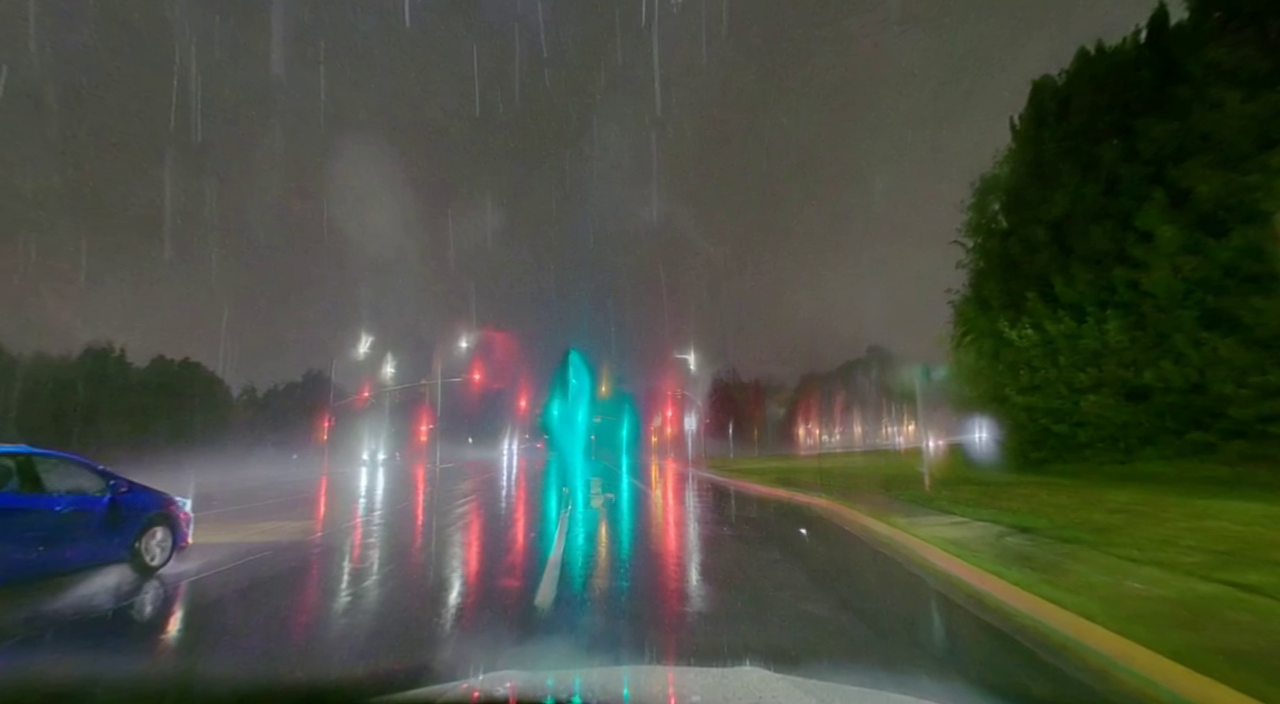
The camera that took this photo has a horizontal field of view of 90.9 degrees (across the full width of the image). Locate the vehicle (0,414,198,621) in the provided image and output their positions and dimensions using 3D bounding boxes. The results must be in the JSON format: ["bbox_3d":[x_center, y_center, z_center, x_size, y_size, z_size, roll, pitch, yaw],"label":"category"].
[{"bbox_3d":[-5.808,1.245,4.763,2.096,1.521,4.231,1,-8,-5],"label":"vehicle"}]
